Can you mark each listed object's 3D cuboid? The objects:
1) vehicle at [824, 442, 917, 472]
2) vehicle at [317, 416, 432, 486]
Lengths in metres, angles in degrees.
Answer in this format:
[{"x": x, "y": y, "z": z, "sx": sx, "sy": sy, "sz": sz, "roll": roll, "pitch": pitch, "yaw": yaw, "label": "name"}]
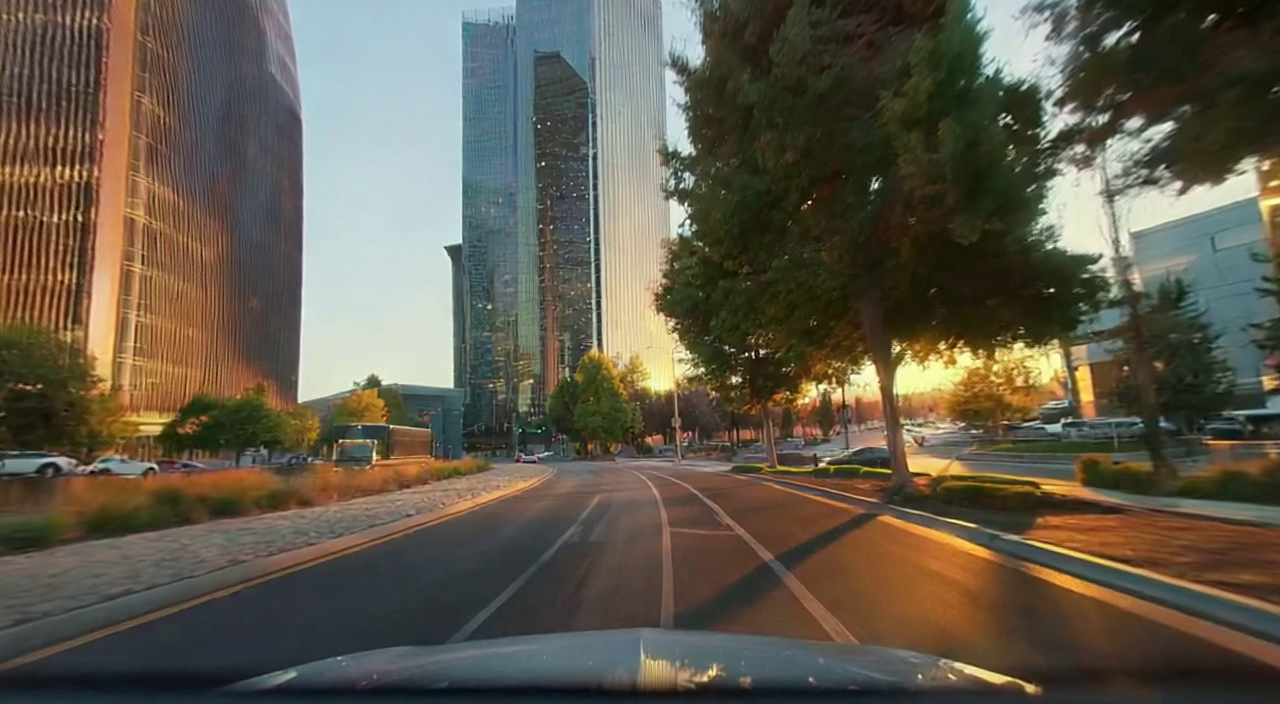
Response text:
[{"x": 13.665, "y": 6.243, "z": 37.556, "sx": 4.728, "sy": 1.696, "sz": 1.973, "roll": 0, "pitch": -8, "yaw": 3, "label": "vehicle"}, {"x": -15.689, "y": 6.012, "z": 38.411, "sx": 3.052, "sy": 3.601, "sz": 10.794, "roll": 1, "pitch": -9, "yaw": -5, "label": "vehicle"}]
